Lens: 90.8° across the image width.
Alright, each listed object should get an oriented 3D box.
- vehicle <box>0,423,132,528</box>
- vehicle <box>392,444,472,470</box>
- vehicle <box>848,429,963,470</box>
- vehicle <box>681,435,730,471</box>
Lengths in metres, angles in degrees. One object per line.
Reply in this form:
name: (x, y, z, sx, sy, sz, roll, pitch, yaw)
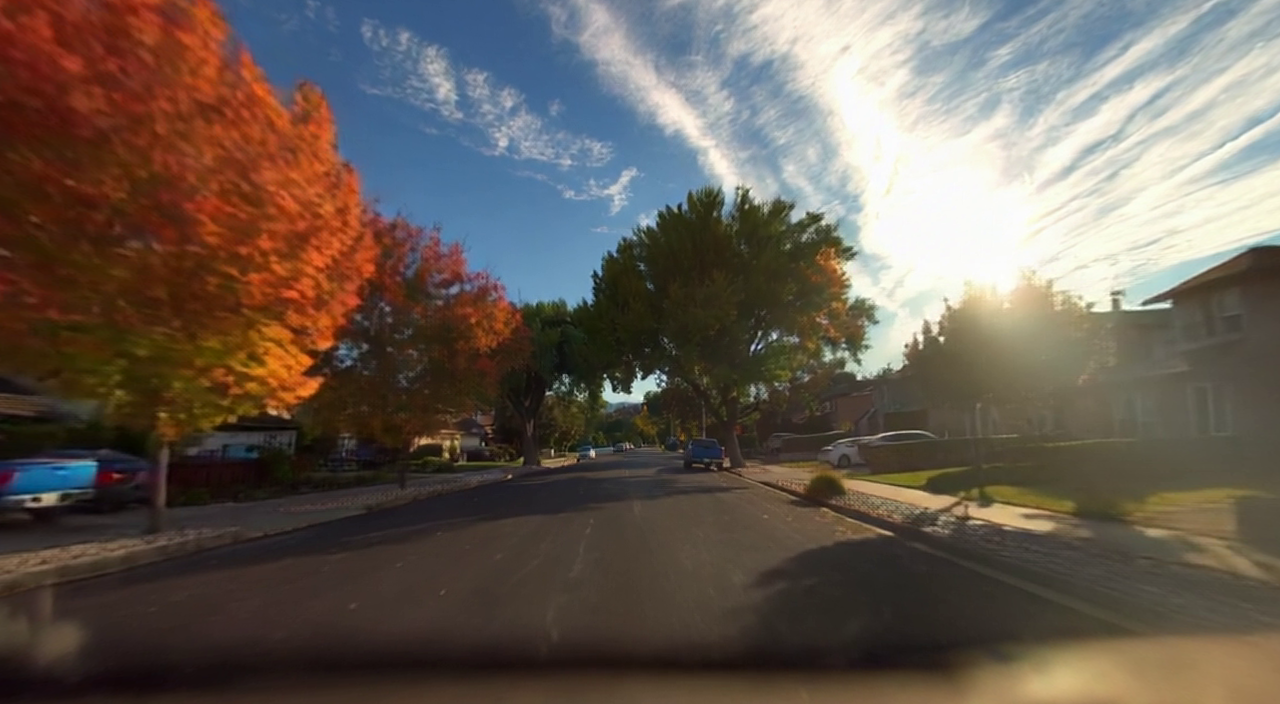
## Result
vehicle: (-13.571, 2.372, 12.423, 5.286, 1.847, 2.166, 0, -9, 2)
vehicle: (-12.713, 6.440, 38.749, 4.225, 1.498, 1.917, 0, -9, 2)
vehicle: (11.522, 4.229, 27.650, 4.069, 1.680, 2.156, 0, -7, 3)
vehicle: (3.768, 6.002, 37.746, 2.313, 1.962, 6.029, 0, -9, 0)
